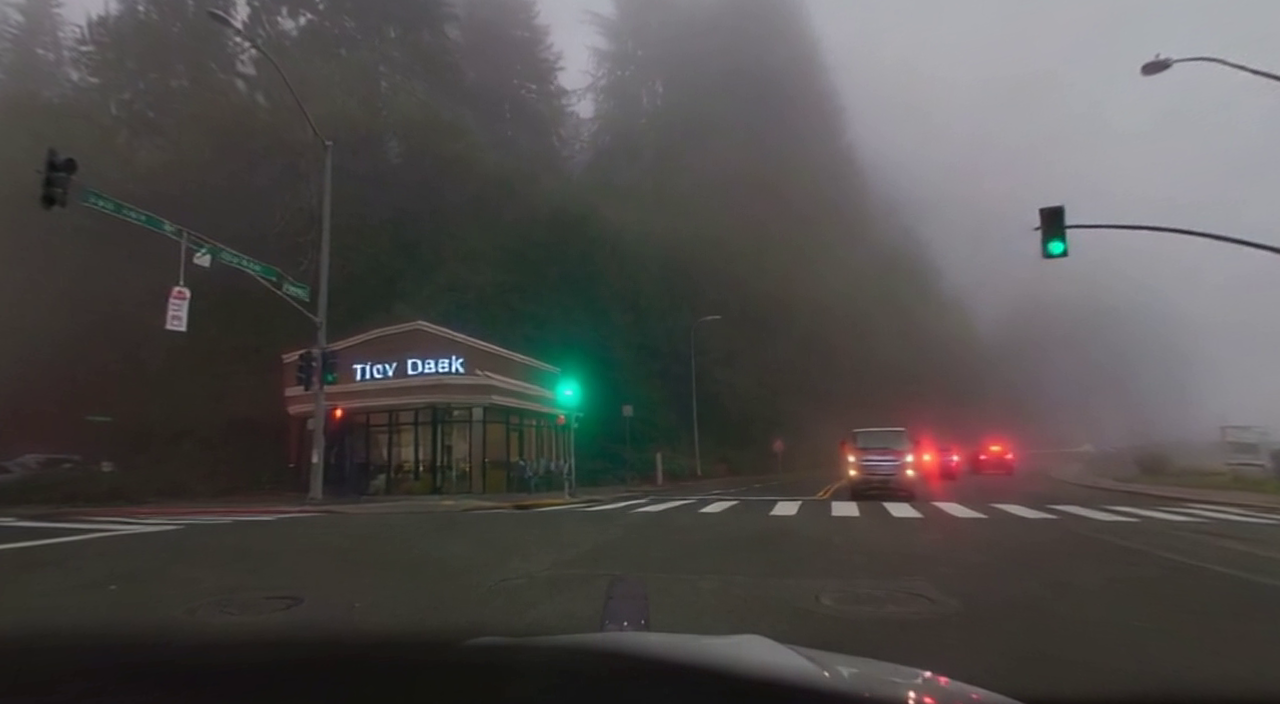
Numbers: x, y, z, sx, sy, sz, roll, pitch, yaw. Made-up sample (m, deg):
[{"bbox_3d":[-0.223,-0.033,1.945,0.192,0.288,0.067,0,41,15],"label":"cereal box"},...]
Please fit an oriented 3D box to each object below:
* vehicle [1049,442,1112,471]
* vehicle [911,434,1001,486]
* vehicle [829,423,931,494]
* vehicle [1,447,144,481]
[{"bbox_3d":[27.978,6.628,40.180,1.886,1.687,4.268,-2,-9,16],"label":"vehicle"},{"bbox_3d":[11.686,3.985,23.685,2.048,1.725,4.754,-2,-9,15],"label":"vehicle"},{"bbox_3d":[7.472,3.355,20.238,2.390,1.948,5.344,-2,-9,14],"label":"vehicle"},{"bbox_3d":[-27.171,5.354,30.348,4.671,1.543,1.846,2,-9,-12],"label":"vehicle"}]
